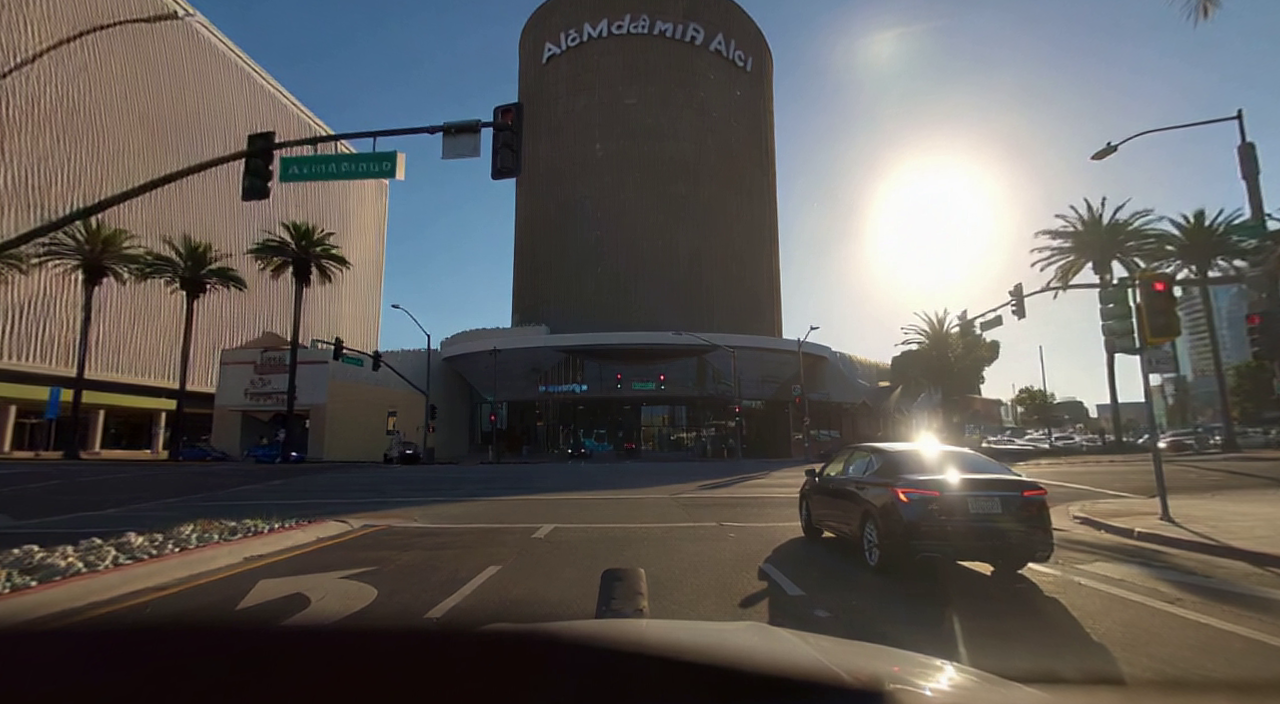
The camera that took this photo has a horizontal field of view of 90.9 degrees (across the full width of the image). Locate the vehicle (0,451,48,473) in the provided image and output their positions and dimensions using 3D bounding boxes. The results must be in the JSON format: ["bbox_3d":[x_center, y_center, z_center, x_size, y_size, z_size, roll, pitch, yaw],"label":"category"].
[{"bbox_3d":[-48.041,8.389,48.156,3.786,1.555,1.702,0,-8,2],"label":"vehicle"}]

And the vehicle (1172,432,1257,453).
[{"bbox_3d":[42.118,6.643,46.283,4.437,1.469,1.811,0,-8,0],"label":"vehicle"}]

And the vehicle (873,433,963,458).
[{"bbox_3d":[16.920,5.727,38.485,4.684,1.461,1.777,0,-8,-1],"label":"vehicle"}]

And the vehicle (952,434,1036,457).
[{"bbox_3d":[23.532,6.211,41.989,4.423,1.465,1.798,0,-8,0],"label":"vehicle"}]

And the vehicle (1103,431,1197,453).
[{"bbox_3d":[33.598,5.941,41.568,4.567,1.458,1.791,0,-8,0],"label":"vehicle"}]

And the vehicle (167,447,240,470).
[{"bbox_3d":[-33.222,8.089,48.014,4.136,1.661,1.857,0,-8,0],"label":"vehicle"}]

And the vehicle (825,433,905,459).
[{"bbox_3d":[15.026,6.291,42.236,4.648,1.665,1.910,0,-8,-1],"label":"vehicle"}]

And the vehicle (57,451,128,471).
[{"bbox_3d":[-41.719,8.300,48.028,3.698,1.467,1.779,0,-8,0],"label":"vehicle"}]
